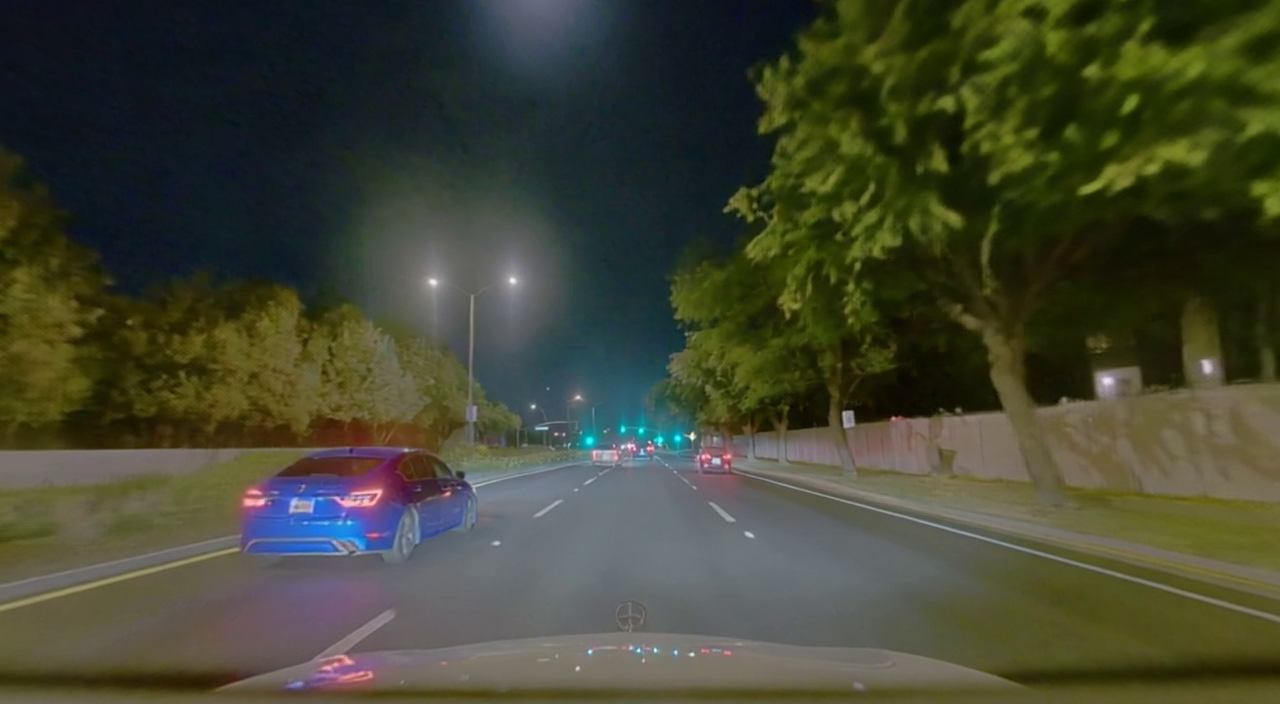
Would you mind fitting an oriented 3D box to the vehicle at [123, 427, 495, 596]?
[{"bbox_3d":[-3.580,1.814,8.256,2.091,1.503,4.989,0,-8,1],"label":"vehicle"}]

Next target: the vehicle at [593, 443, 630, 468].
[{"bbox_3d":[-1.750,6.623,40.566,1.940,1.473,4.133,-1,-8,4],"label":"vehicle"}]

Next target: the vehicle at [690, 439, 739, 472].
[{"bbox_3d":[4.052,5.661,34.815,2.182,1.688,4.187,0,-8,0],"label":"vehicle"}]
